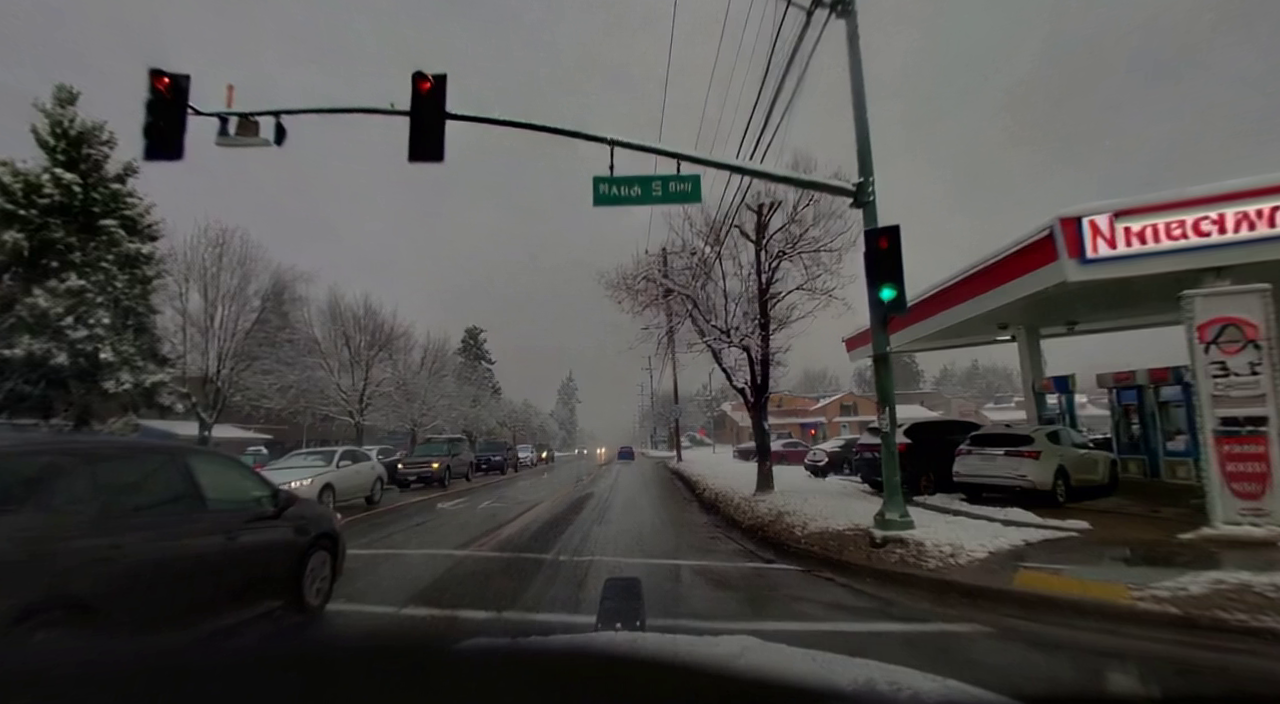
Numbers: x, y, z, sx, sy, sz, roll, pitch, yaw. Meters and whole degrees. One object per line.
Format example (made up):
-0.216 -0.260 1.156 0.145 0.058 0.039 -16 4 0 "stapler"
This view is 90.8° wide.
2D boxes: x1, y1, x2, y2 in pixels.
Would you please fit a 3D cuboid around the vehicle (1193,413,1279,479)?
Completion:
19.989 2.992 20.112 4.255 1.894 2.037 4 -9 -28 "vehicle"

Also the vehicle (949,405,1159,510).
8.639 2.167 13.262 3.353 1.885 2.229 4 -10 -29 "vehicle"

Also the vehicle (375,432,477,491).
-7.164 3.688 21.698 2.000 1.791 4.465 0 -8 -1 "vehicle"

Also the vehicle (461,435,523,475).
-7.000 4.939 30.431 1.877 1.742 4.919 0 -8 -1 "vehicle"

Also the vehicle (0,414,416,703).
-3.594 1.344 5.145 1.943 1.455 4.414 0 -8 0 "vehicle"

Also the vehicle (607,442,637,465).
-1.183 6.857 42.911 1.909 1.482 4.390 0 -8 0 "vehicle"

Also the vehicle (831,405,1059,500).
7.876 2.545 16.261 5.441 2.056 2.552 5 -10 -30 "vehicle"
